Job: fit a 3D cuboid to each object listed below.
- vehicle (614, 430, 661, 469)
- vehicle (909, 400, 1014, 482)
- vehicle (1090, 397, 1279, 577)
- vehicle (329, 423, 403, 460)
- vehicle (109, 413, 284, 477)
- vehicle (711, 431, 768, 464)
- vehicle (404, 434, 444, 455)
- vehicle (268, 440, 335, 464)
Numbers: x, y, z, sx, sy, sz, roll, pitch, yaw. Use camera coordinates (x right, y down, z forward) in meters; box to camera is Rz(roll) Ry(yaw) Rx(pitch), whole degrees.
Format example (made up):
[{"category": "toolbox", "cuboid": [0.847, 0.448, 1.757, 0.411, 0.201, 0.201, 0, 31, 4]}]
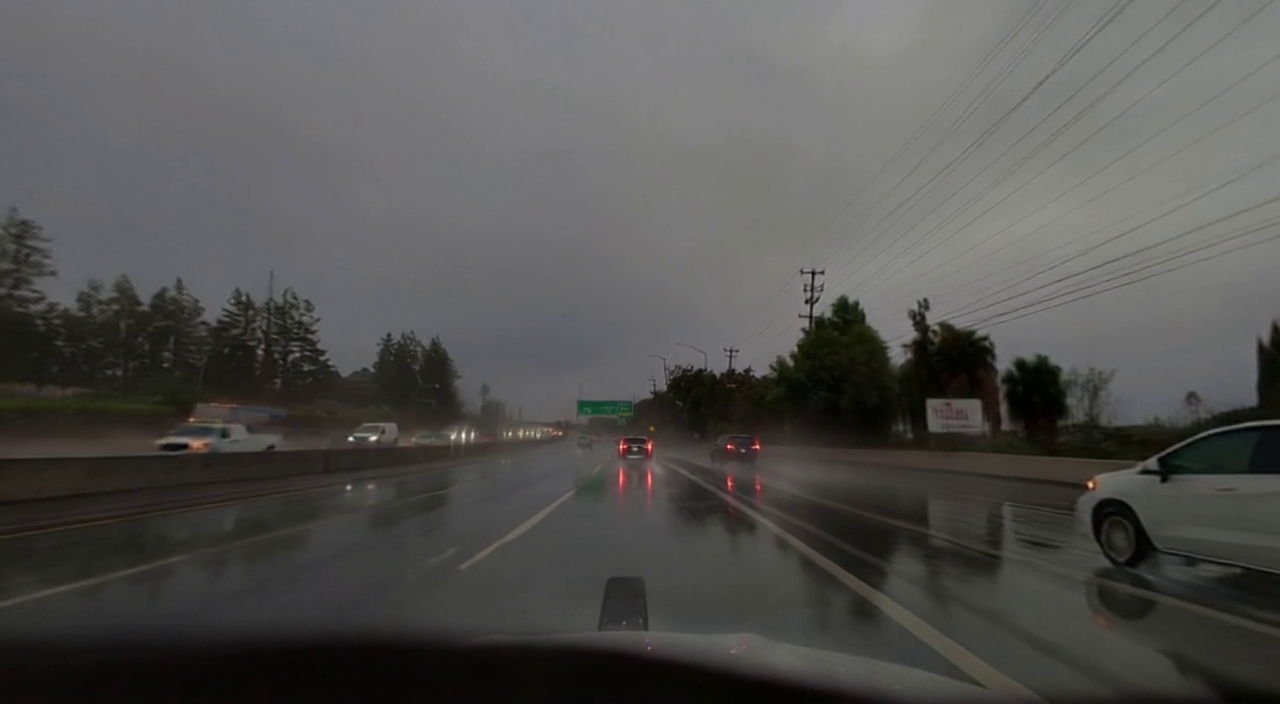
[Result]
[{"category": "vehicle", "cuboid": [-0.177, 4.817, 31.345, 2.192, 1.769, 4.287, 0, -8, -2]}, {"category": "vehicle", "cuboid": [11.595, 3.222, 22.989, 2.162, 2.775, 2.707, 0, -8, -3]}, {"category": "vehicle", "cuboid": [7.249, 1.298, 6.089, 2.102, 1.723, 4.745, 0, -8, -3]}, {"category": "vehicle", "cuboid": [-16.662, 5.481, 38.716, 2.208, 2.085, 5.448, 0, -8, -1]}, {"category": "vehicle", "cuboid": [-16.216, 3.485, 23.647, 2.339, 2.062, 5.804, 0, -8, 0]}, {"category": "vehicle", "cuboid": [5.468, 5.337, 35.419, 2.099, 1.720, 4.829, 0, -8, -4]}, {"category": "vehicle", "cuboid": [-16.849, 7.274, 49.386, 1.838, 1.551, 4.182, 0, -8, -2]}, {"category": "vehicle", "cuboid": [-20.528, 6.077, 38.476, 1.858, 1.414, 4.389, 1, -8, -3]}]
